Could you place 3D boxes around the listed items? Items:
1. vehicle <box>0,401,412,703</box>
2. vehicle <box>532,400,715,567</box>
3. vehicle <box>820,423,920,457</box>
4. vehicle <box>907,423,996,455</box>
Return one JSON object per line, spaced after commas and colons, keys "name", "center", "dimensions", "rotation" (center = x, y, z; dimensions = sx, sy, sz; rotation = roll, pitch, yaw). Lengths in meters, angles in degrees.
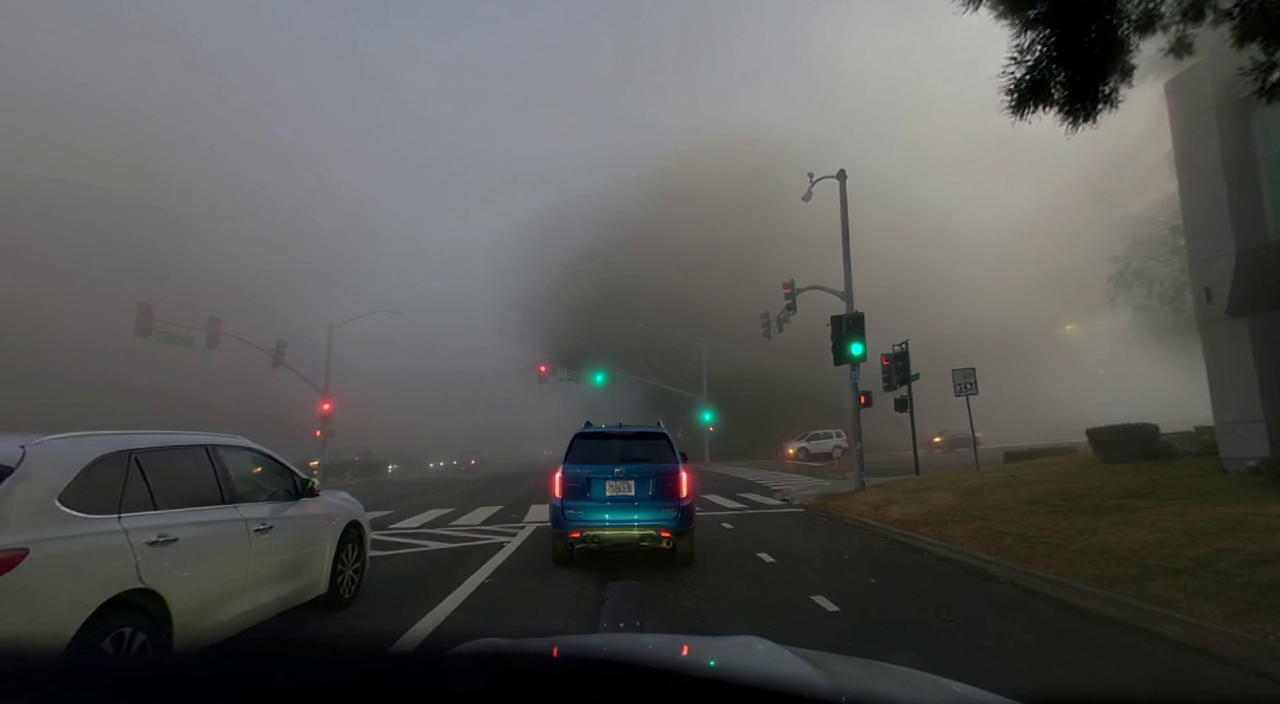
{"name": "vehicle", "center": [-3.386, 1.259, 4.563], "dimensions": [2.011, 1.527, 4.008], "rotation": [0, -8, -1]}
{"name": "vehicle", "center": [-0.188, 1.798, 9.340], "dimensions": [2.059, 1.877, 4.249], "rotation": [0, -8, 0]}
{"name": "vehicle", "center": [12.762, 4.906, 35.104], "dimensions": [4.872, 1.806, 2.107], "rotation": [3, -9, -19]}
{"name": "vehicle", "center": [16.361, 4.590, 33.247], "dimensions": [3.830, 1.545, 2.006], "rotation": [3, -9, -19]}
